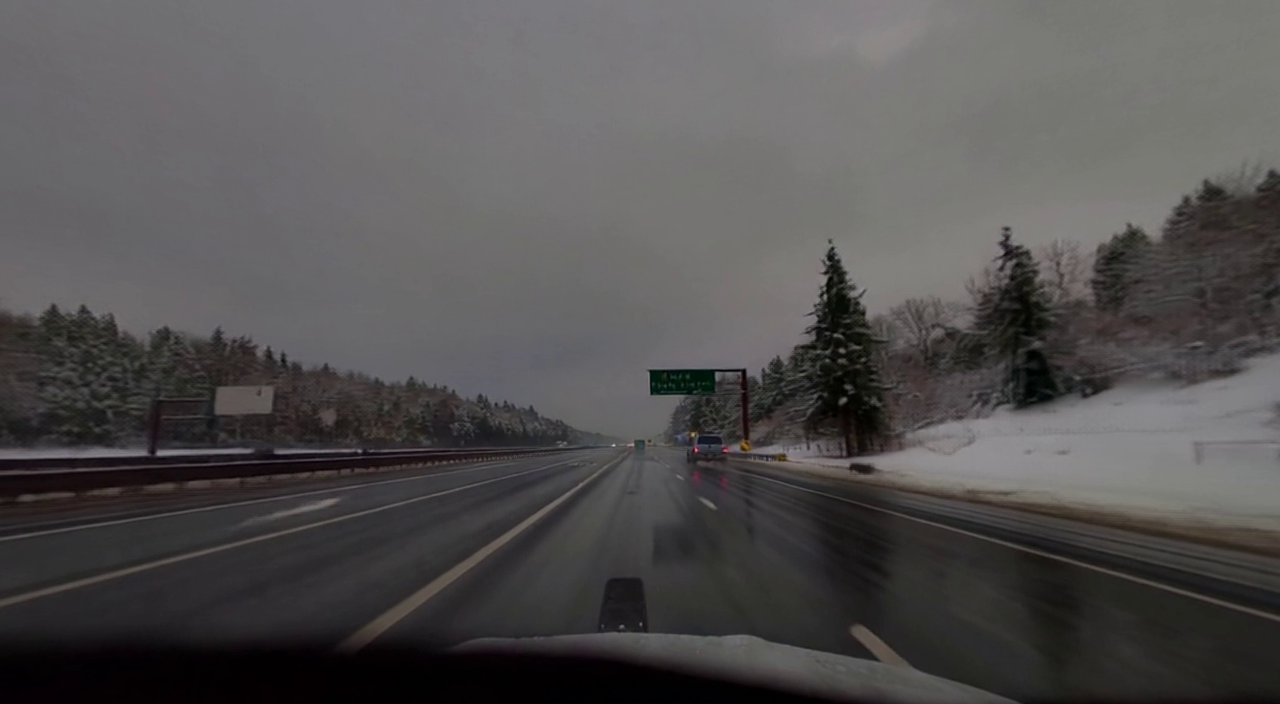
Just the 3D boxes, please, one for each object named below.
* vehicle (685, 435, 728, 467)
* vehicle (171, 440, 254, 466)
[{"bbox_3d":[4.250,6.402,41.051,2.172,1.930,4.879,0,-8,-1],"label":"vehicle"},{"bbox_3d":[-29.202,6.913,43.334,2.106,1.690,5.087,0,-8,1],"label":"vehicle"}]
